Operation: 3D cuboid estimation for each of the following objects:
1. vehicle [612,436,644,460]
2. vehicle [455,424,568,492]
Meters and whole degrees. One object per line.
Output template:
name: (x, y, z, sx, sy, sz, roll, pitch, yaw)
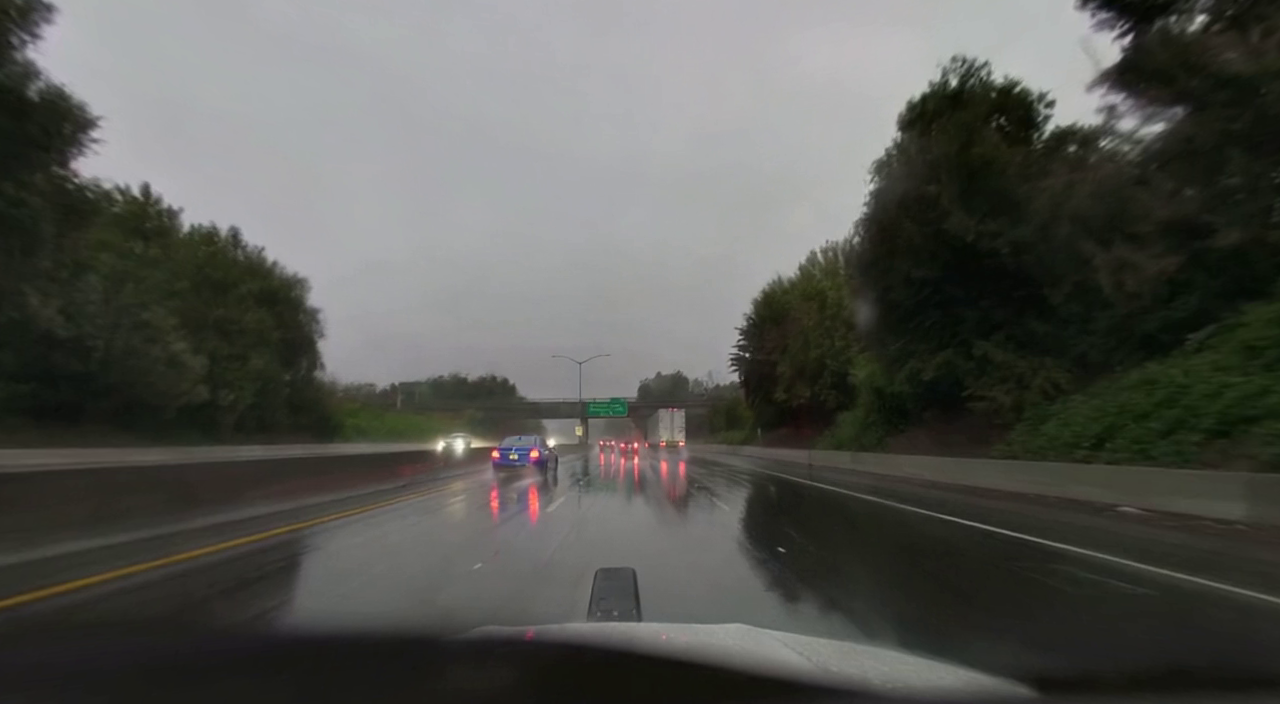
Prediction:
vehicle: (-0.796, 6.586, 43.400, 2.125, 1.542, 3.816, 0, -8, 0)
vehicle: (-3.654, 3.119, 18.922, 2.377, 1.747, 4.703, 0, -8, 0)
